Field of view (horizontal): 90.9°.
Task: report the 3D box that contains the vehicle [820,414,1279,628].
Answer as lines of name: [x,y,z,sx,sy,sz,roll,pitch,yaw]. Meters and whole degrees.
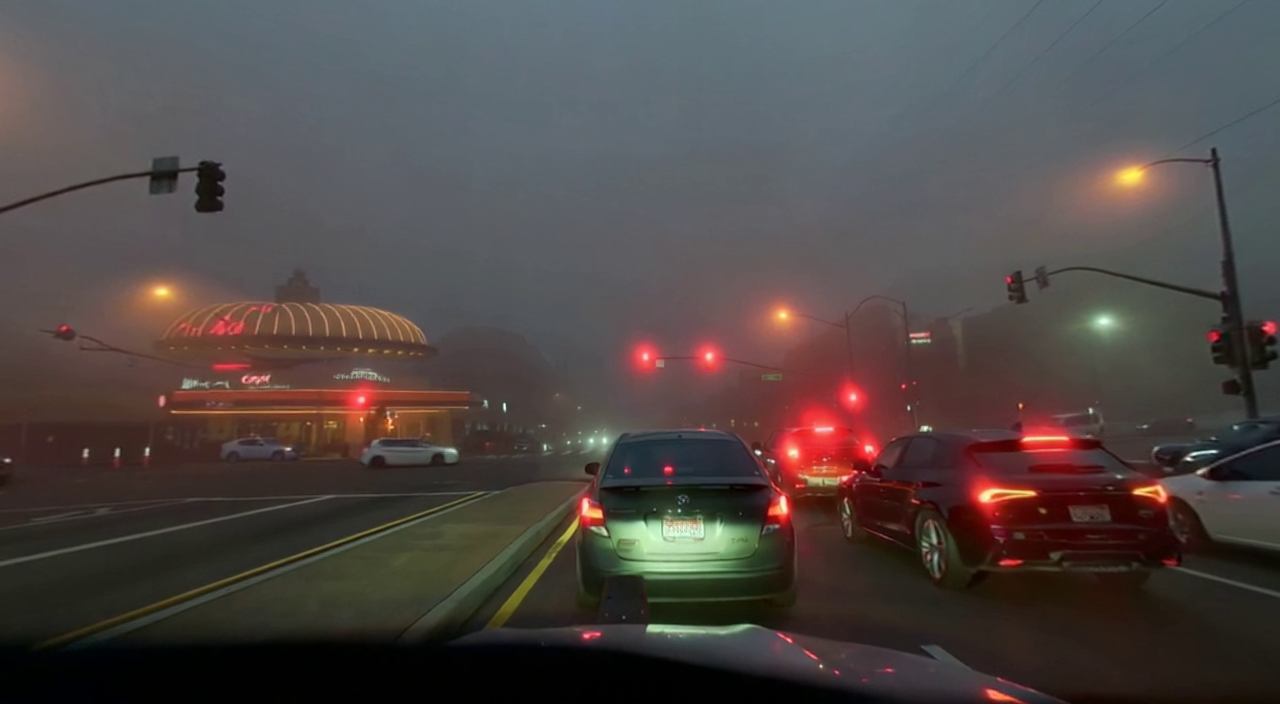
vehicle: [3.523,1.509,6.707,1.883,1.480,4.489,0,-8,0]

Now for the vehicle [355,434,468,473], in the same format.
vehicle: [-10.779,4.801,30.010,4.833,1.701,2.077,3,-9,-19]

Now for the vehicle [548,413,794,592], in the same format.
vehicle: [0.222,1.552,7.326,2.073,1.496,3.892,0,-8,-1]

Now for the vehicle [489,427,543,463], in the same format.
vehicle: [-8.760,6.582,45.170,2.710,2.022,5.889,-2,-4,0]
